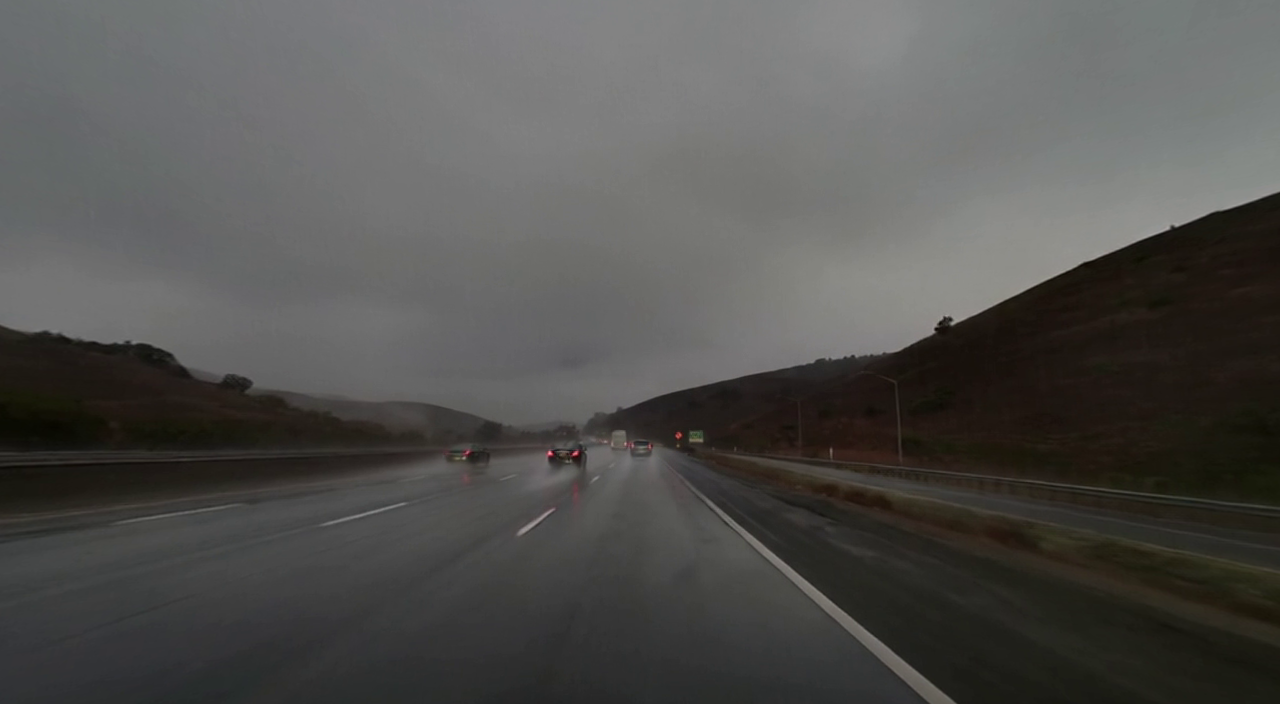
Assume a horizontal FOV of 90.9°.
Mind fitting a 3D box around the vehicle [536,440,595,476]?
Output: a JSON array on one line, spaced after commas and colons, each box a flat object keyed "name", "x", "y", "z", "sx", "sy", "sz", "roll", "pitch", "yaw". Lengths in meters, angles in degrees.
[{"name": "vehicle", "x": -3.392, "y": 4.921, "z": 29.609, "sx": 2.080, "sy": 1.505, "sz": 4.649, "roll": -1, "pitch": -8, "yaw": 1}]

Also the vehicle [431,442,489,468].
[{"name": "vehicle", "x": -10.717, "y": 6.164, "z": 38.006, "sx": 1.945, "sy": 1.466, "sz": 4.947, "roll": 0, "pitch": -8, "yaw": 1}]
